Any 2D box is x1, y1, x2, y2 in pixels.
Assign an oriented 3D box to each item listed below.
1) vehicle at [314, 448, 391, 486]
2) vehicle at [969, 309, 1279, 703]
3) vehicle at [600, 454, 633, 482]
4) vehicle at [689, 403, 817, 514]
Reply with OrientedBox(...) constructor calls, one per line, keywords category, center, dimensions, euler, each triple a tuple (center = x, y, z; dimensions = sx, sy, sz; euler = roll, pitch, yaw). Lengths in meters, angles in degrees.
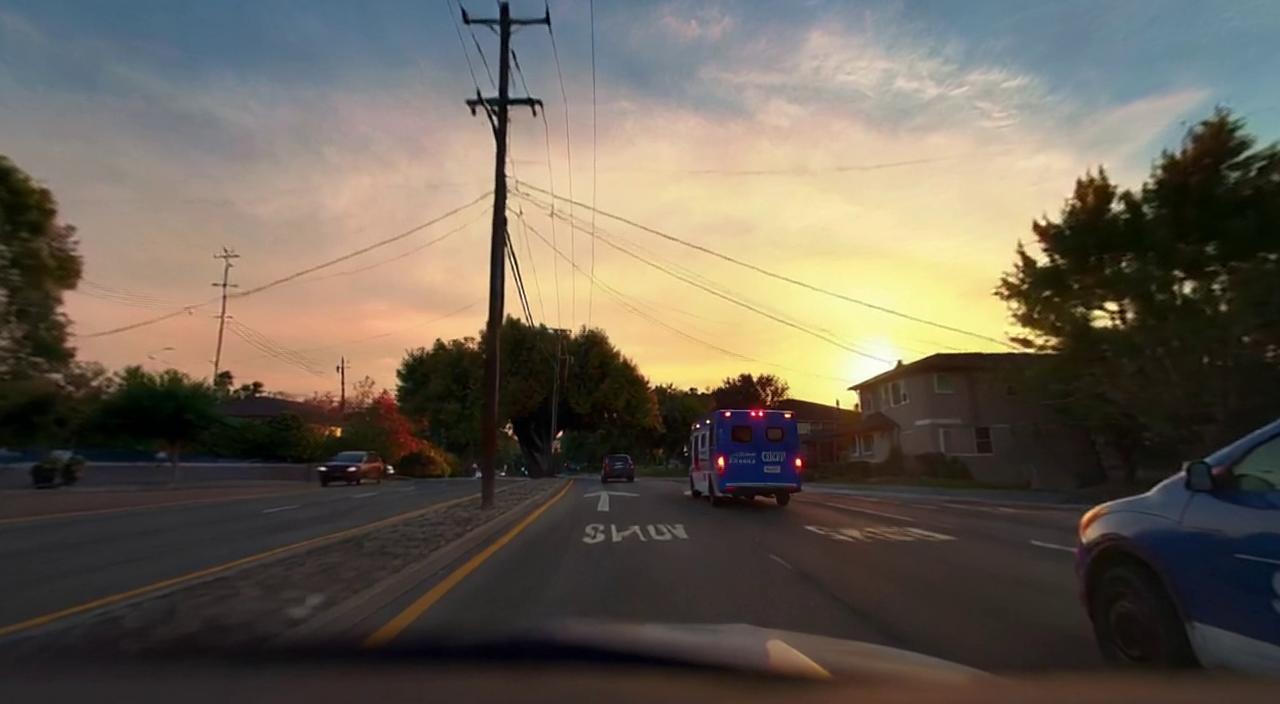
OrientedBox(category="vehicle", center=(-13.907, 5.532, 30.848), dimensions=(1.909, 1.705, 4.126), euler=(0, -9, -2))
OrientedBox(category="vehicle", center=(3.624, 0.750, 2.189), dimensions=(2.194, 1.922, 4.822), euler=(0, -9, -2))
OrientedBox(category="vehicle", center=(-1.598, 7.617, 41.747), dimensions=(2.114, 1.707, 3.725), euler=(0, -9, -3))
OrientedBox(category="vehicle", center=(3.000, 3.052, 18.412), dimensions=(2.406, 2.687, 5.521), euler=(0, -9, -3))
